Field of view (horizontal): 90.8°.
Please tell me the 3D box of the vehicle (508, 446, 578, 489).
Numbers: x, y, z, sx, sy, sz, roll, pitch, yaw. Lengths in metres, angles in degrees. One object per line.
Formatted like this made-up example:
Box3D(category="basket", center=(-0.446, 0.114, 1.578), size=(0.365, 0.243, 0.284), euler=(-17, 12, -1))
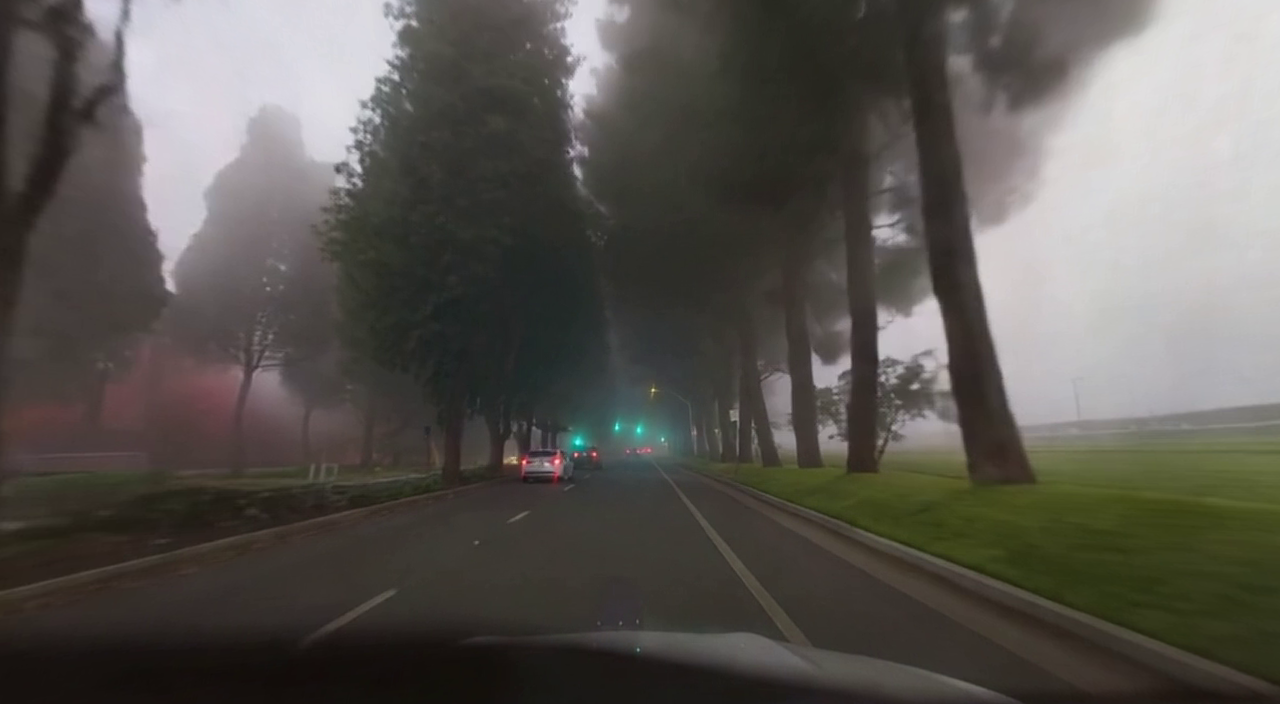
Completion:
Box3D(category="vehicle", center=(-3.586, 4.324, 24.039), size=(1.932, 1.431, 4.144), euler=(-1, -8, 1))
